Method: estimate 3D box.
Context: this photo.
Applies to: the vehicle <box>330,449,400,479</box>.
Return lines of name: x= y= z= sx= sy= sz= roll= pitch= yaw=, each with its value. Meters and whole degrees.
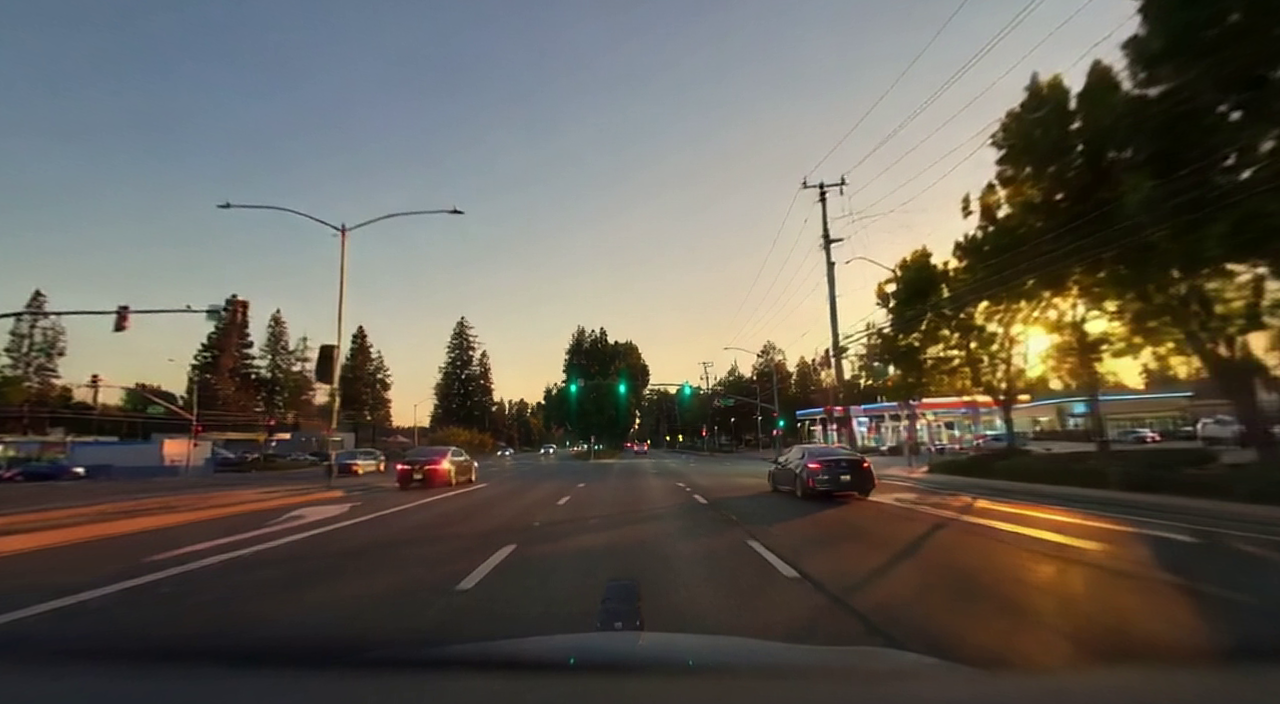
vehicle: x=-14.935 y=6.069 z=34.562 sx=1.843 sy=1.447 sz=4.419 roll=0 pitch=-8 yaw=0

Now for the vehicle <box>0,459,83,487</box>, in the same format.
vehicle: x=-39.561 y=7.797 z=40.744 sx=4.941 sy=1.654 sz=1.967 roll=2 pitch=-8 yaw=-13

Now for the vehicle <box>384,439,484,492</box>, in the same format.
vehicle: x=-6.671 y=3.697 z=20.987 sx=1.898 sy=1.539 sz=4.314 roll=0 pitch=-8 yaw=-1

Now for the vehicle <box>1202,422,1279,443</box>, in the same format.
vehicle: x=47.784 y=6.380 z=49.923 sx=1.857 sy=1.525 sz=5.259 roll=0 pitch=-9 yaw=-1

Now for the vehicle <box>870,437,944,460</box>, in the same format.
vehicle: x=18.229 y=6.629 z=43.355 sx=4.533 sy=1.485 sz=1.916 roll=-3 pitch=-9 yaw=19
